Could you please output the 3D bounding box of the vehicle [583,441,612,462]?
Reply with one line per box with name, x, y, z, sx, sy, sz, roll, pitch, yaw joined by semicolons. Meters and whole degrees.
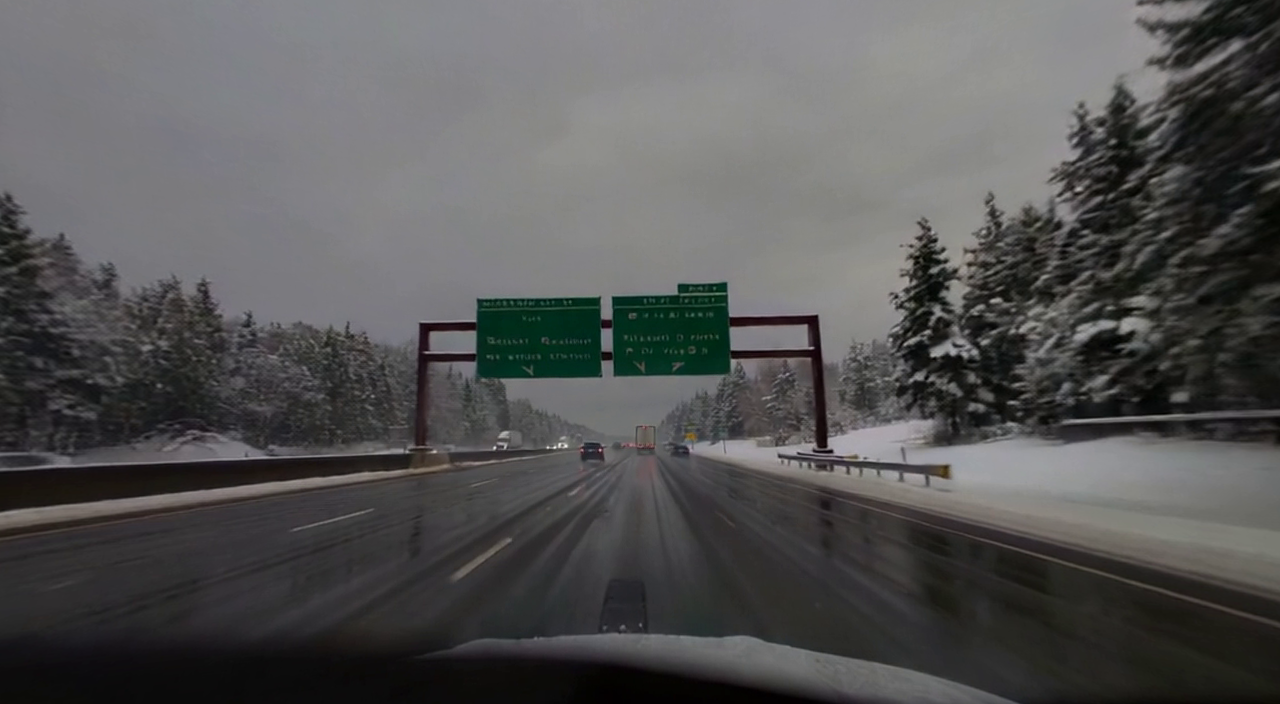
vehicle;-3.207;7.625;48.234;1.996;1.521;3.912;0;-8;0
